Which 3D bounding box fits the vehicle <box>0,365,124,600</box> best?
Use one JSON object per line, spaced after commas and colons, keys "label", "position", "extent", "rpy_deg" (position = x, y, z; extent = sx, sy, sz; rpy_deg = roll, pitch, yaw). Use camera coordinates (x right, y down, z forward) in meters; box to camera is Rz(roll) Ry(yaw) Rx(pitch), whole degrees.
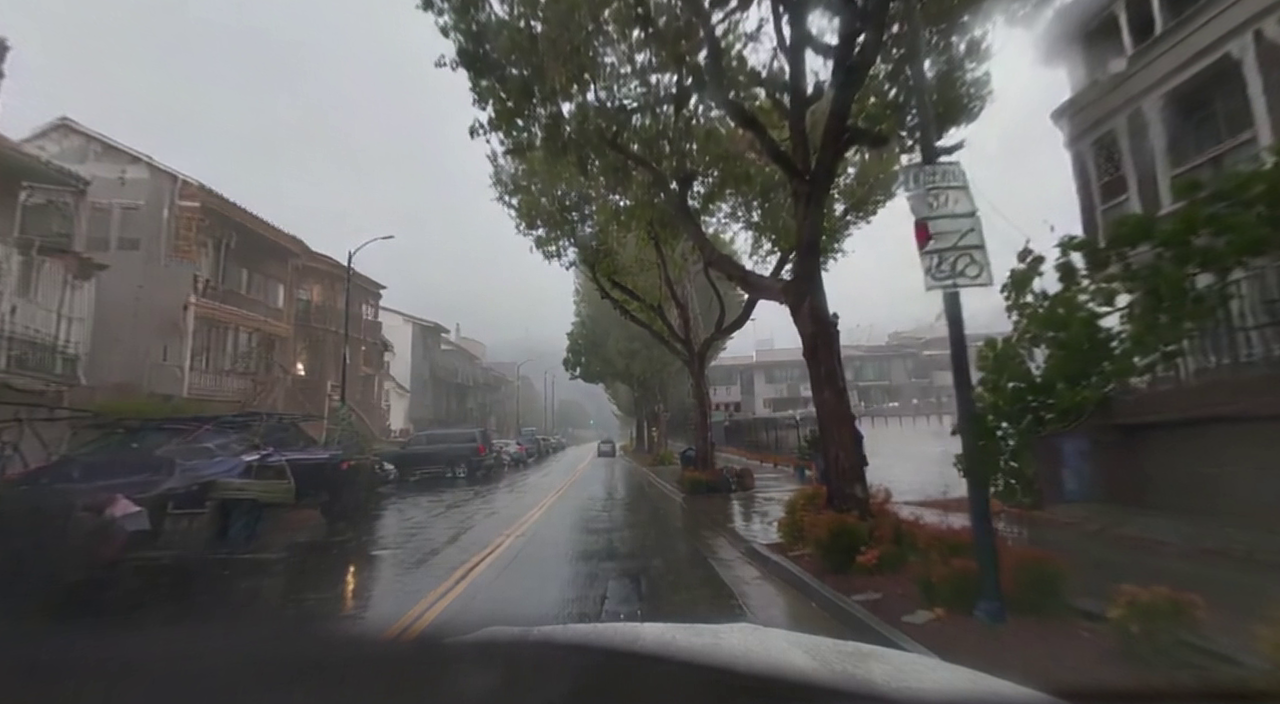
{"label": "vehicle", "position": [-7.518, 1.206, 5.490], "extent": [4.254, 1.953, 2.097], "rpy_deg": [-2, -5, -4]}

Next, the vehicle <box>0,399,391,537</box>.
{"label": "vehicle", "position": [-7.809, 2.000, 11.192], "extent": [5.824, 2.125, 2.233], "rpy_deg": [1, -9, -5]}

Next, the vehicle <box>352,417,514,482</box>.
{"label": "vehicle", "position": [-8.106, 3.902, 25.337], "extent": [5.592, 2.439, 2.515], "rpy_deg": [0, -9, -3]}
